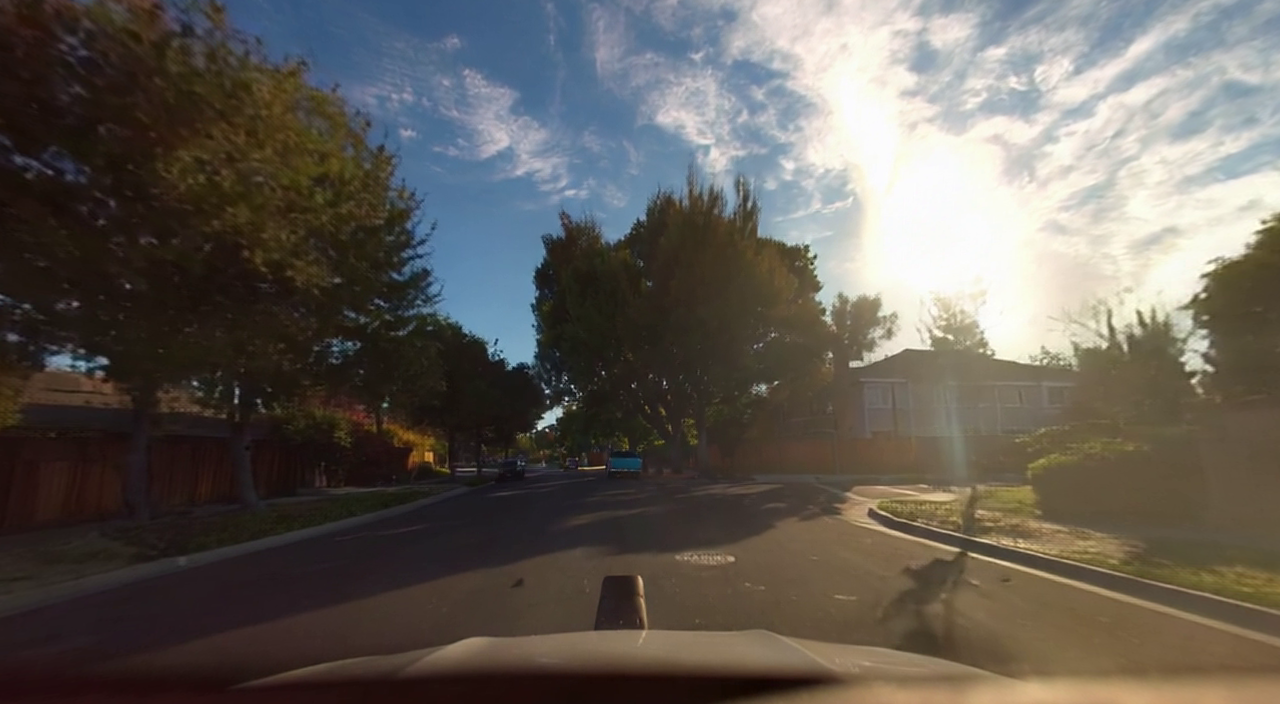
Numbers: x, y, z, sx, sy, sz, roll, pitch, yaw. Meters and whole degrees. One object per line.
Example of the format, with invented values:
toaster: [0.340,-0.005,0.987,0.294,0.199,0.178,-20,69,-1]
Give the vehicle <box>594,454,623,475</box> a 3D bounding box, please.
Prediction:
vehicle: [-2.411,8.481,47.879,2.064,1.477,3.968,1,-9,-4]
